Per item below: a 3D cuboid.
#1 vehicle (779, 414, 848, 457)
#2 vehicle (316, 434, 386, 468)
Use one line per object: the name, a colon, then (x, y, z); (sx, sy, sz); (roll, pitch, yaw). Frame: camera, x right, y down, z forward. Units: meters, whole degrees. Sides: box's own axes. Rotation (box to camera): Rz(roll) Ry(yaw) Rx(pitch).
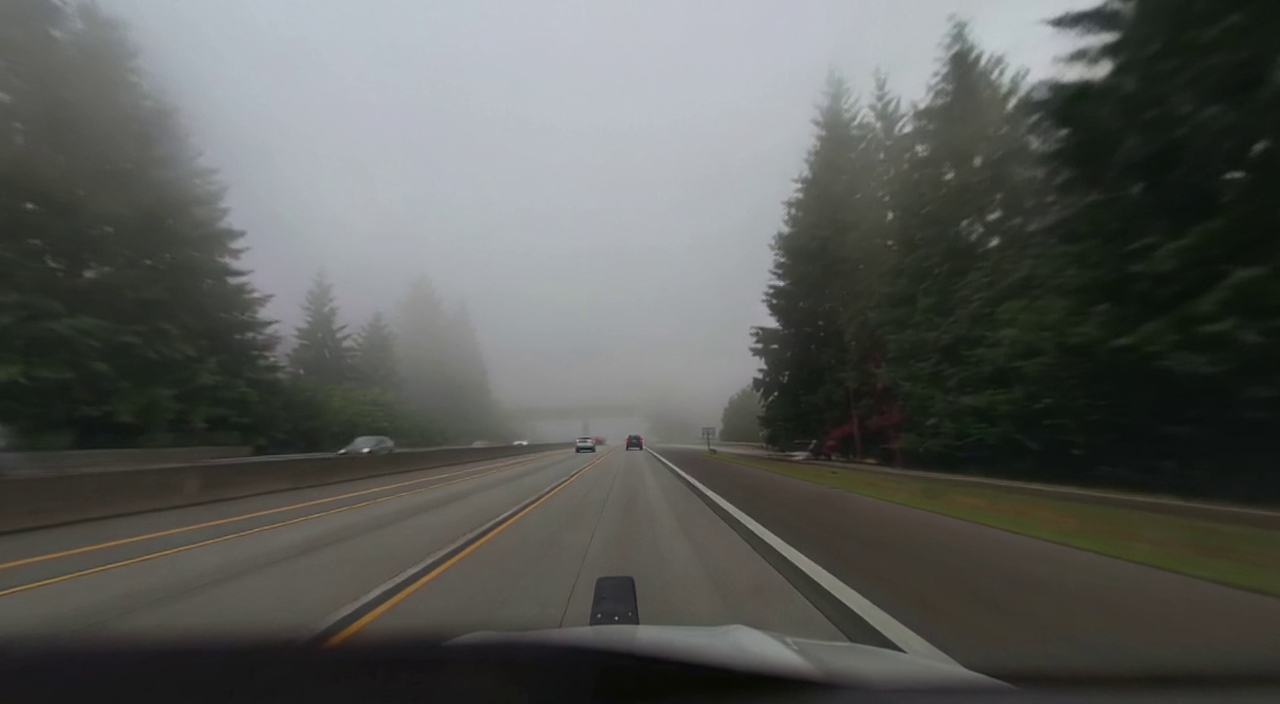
vehicle: (9.249, 4.493, 34.000); (2.123, 2.156, 4.679); (0, -8, -3)
vehicle: (-16.742, 5.735, 36.729); (1.946, 1.804, 4.654); (0, -8, -1)
